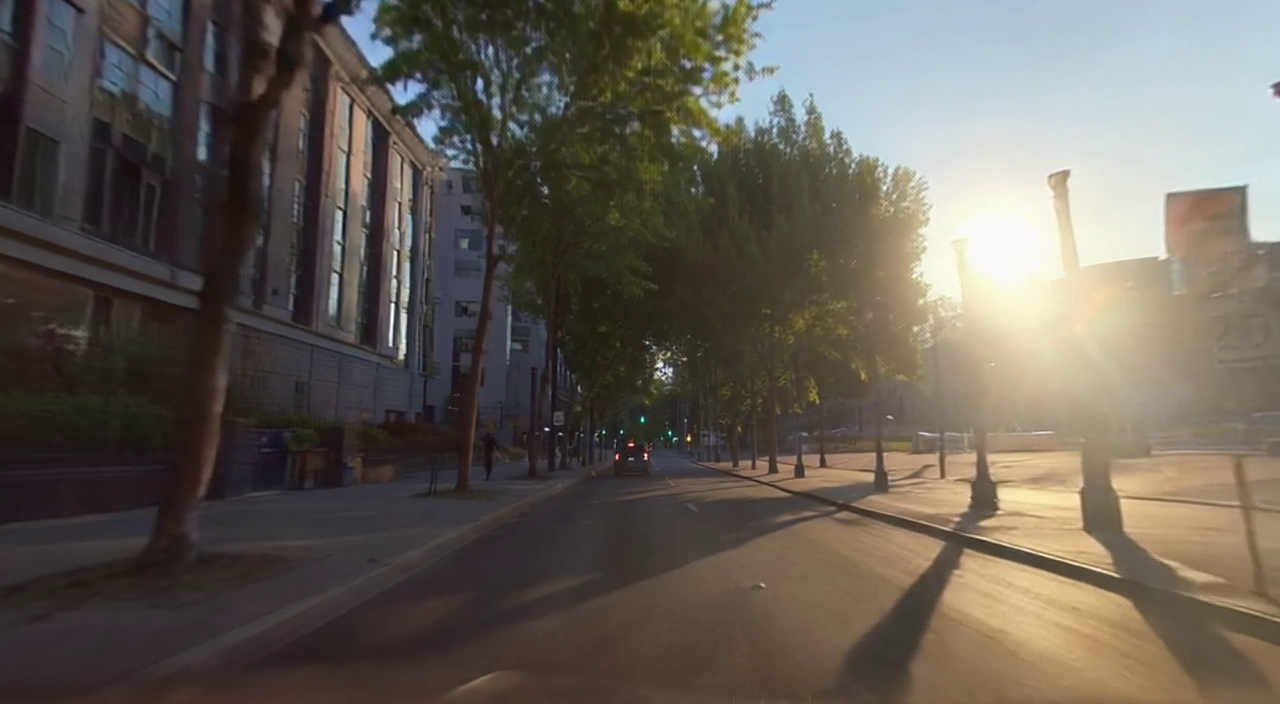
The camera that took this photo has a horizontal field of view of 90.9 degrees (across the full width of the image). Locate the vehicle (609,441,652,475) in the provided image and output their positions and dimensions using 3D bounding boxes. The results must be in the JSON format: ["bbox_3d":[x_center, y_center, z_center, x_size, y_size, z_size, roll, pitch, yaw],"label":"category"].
[{"bbox_3d":[-0.467,5.356,32.067,2.079,1.621,3.861,0,-9,-1],"label":"vehicle"}]
